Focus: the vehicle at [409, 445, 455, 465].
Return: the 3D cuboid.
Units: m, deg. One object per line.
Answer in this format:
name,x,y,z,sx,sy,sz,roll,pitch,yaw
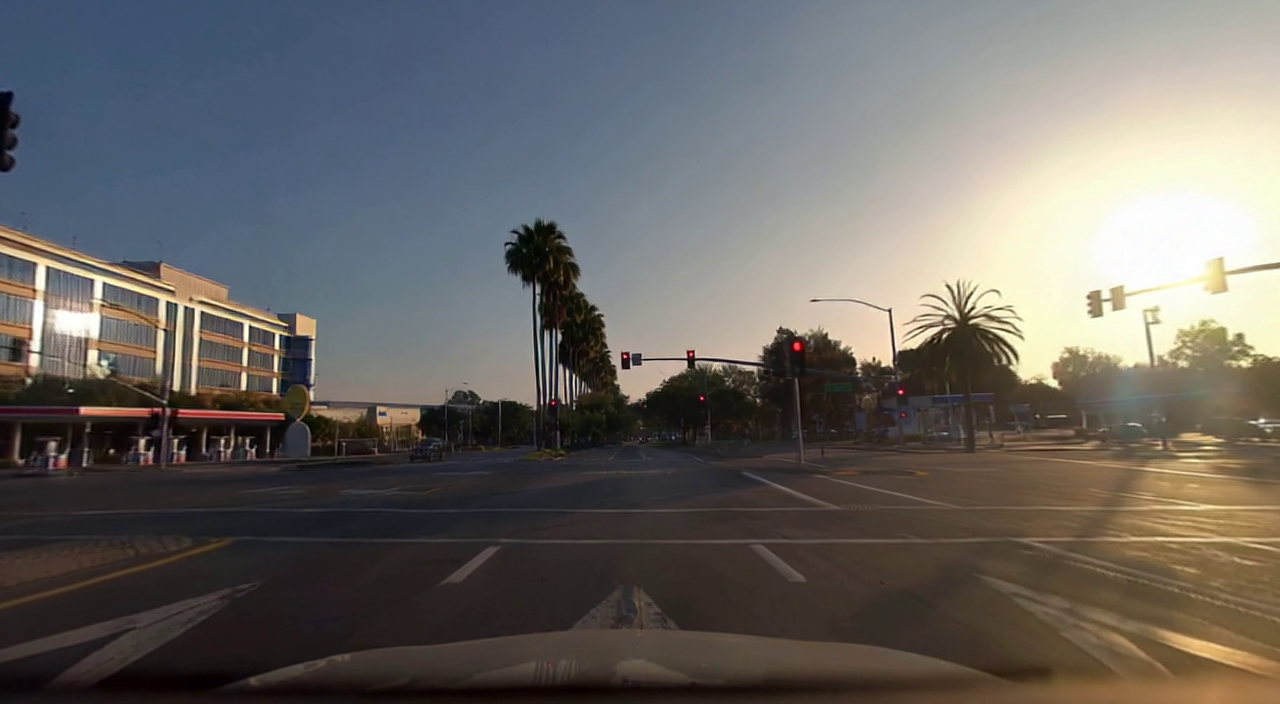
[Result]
vehicle,-16.396,8.112,49.897,2.033,1.467,4.504,0,-8,1
